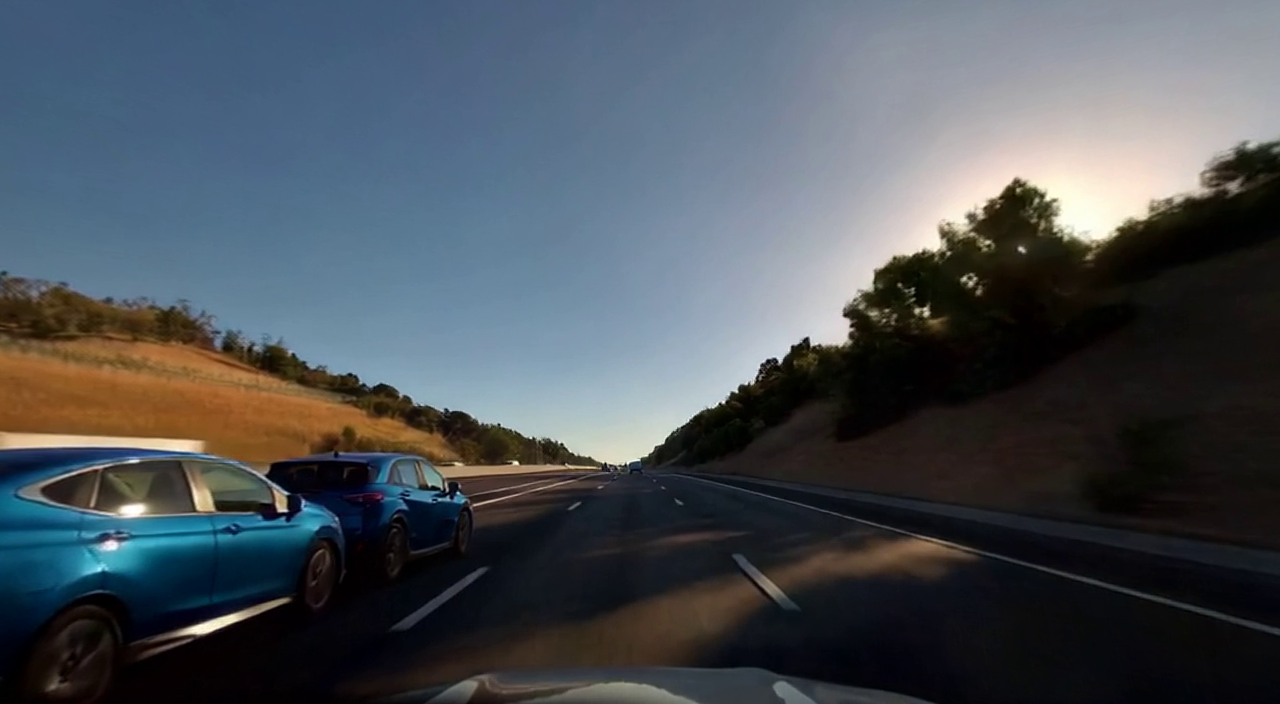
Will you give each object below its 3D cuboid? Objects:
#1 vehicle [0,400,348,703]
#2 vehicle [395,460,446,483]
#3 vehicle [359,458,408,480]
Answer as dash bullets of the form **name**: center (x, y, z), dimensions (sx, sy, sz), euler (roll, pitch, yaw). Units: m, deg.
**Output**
- **vehicle**: center (-3.176, 0.962, 2.389), dimensions (2.016, 1.506, 4.387), euler (1, -10, 0)
- **vehicle**: center (-15.004, 8.189, 43.285), dimensions (1.818, 1.491, 4.533), euler (1, -10, 0)
- **vehicle**: center (-19.911, 9.122, 49.173), dimensions (1.926, 1.630, 4.454), euler (1, -10, 0)
